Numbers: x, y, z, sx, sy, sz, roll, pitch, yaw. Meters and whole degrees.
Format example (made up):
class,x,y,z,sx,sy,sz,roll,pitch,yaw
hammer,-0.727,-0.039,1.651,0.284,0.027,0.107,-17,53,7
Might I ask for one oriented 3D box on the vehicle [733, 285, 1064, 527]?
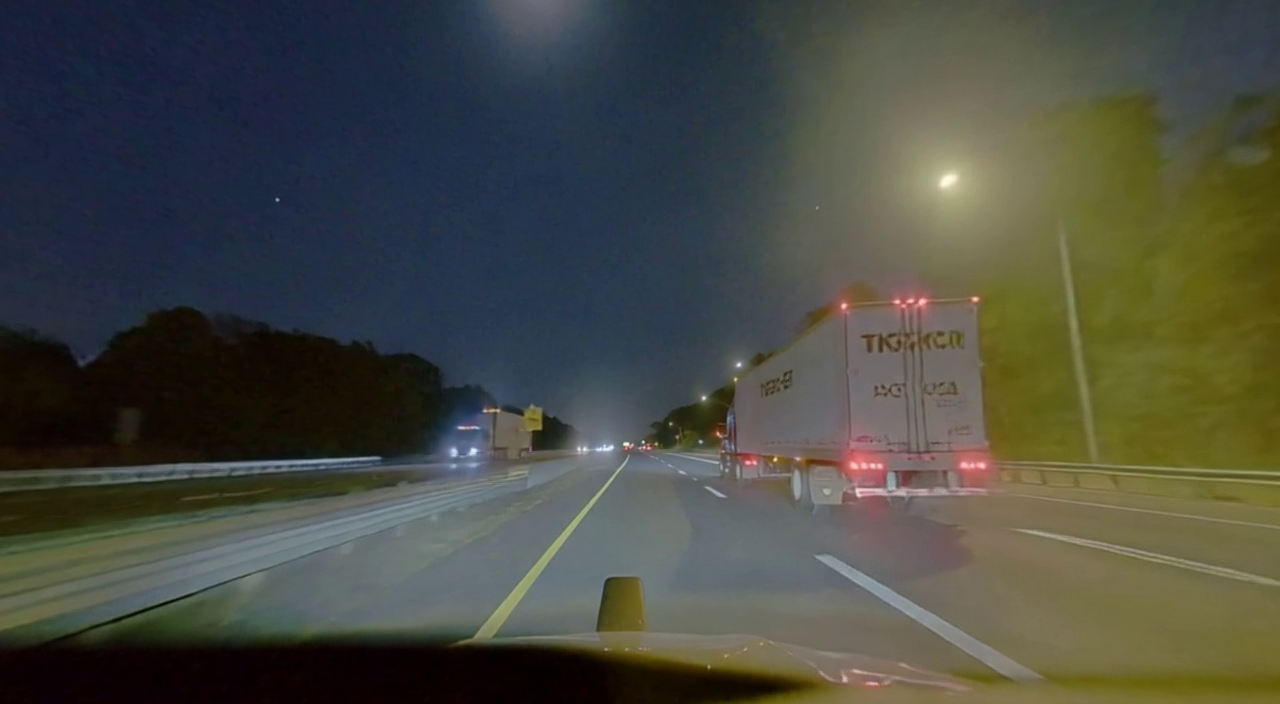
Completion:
class,x,y,z,sx,sy,sz,roll,pitch,yaw
vehicle,5.300,1.947,17.673,2.983,4.030,14.444,0,-9,-1

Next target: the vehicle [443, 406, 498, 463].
class,x,y,z,sx,sy,sz,roll,pitch,yaw
vehicle,-12.802,6.275,47.847,3.266,4.192,2.746,0,-9,-1
